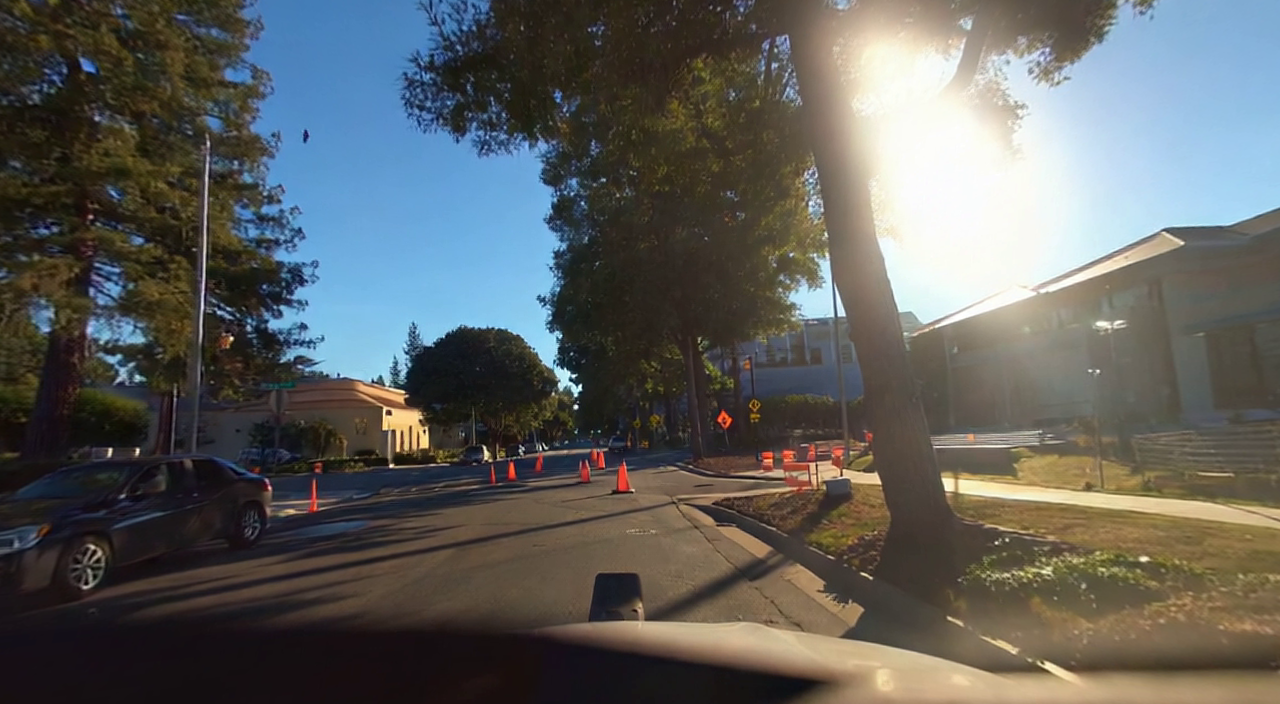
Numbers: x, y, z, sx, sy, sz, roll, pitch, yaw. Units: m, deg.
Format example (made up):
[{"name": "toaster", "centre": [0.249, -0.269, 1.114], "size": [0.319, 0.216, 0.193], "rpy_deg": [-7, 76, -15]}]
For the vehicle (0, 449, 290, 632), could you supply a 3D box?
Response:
[{"name": "vehicle", "centre": [-7.621, 2.029, 7.595], "size": [2.961, 1.701, 7.563], "rpy_deg": [1, -9, -4]}]
